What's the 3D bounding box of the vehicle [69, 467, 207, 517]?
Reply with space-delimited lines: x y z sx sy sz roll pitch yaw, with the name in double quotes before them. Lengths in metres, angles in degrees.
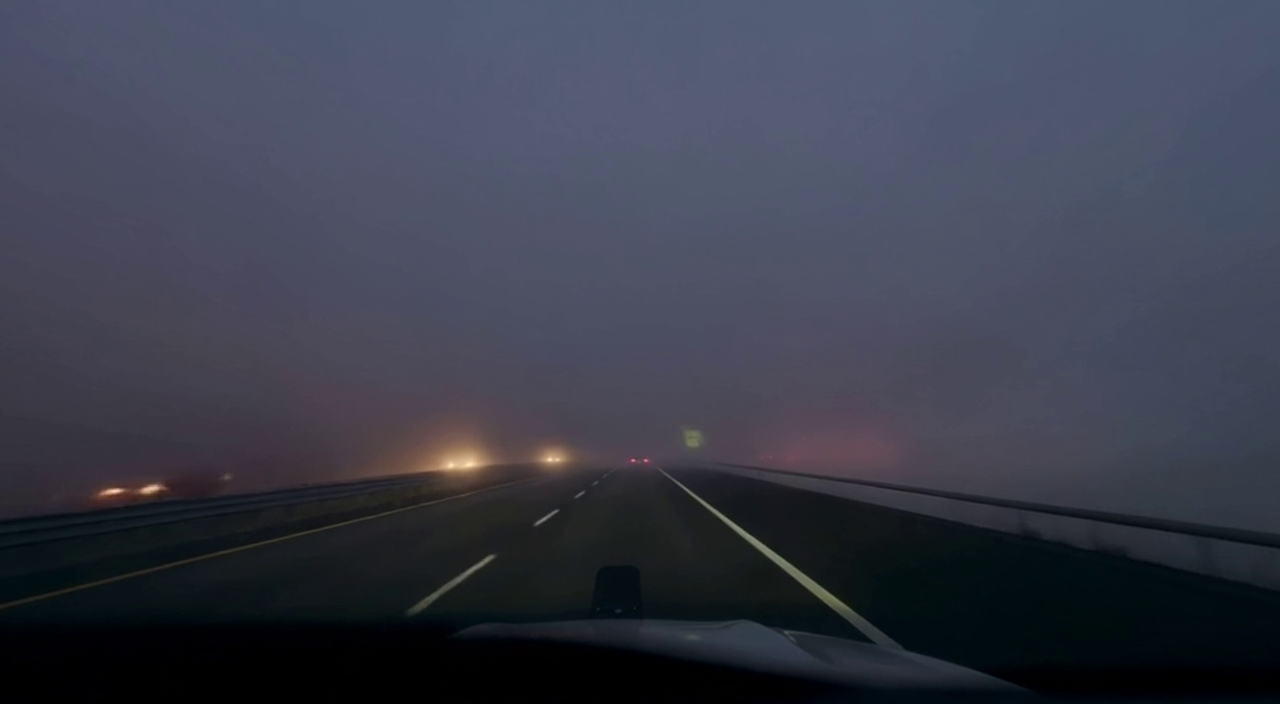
"vehicle" -16.930 4.690 21.444 1.668 1.418 3.693 0 -9 -1
